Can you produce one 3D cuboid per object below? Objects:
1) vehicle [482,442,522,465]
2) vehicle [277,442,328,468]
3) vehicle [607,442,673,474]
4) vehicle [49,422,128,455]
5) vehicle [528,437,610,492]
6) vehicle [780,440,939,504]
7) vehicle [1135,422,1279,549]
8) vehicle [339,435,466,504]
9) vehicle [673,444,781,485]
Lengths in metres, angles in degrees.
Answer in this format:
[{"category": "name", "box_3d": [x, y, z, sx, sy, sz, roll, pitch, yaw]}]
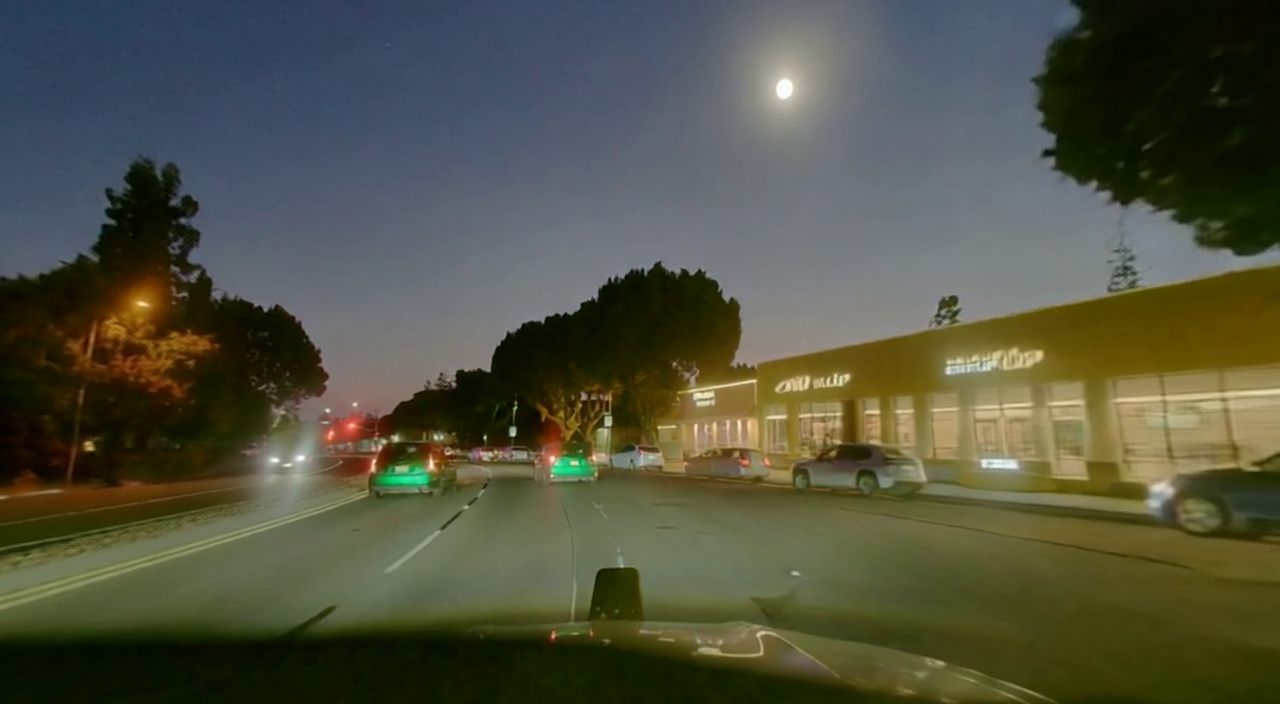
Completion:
[{"category": "vehicle", "box_3d": [-9.344, 6.782, 42.320, 1.920, 1.416, 4.310, 3, -9, -21]}, {"category": "vehicle", "box_3d": [-20.926, 6.373, 39.230, 2.000, 1.477, 4.346, 3, -9, -18]}, {"category": "vehicle", "box_3d": [-0.087, 5.485, 32.800, 1.905, 1.537, 4.276, 4, -9, -23]}, {"category": "vehicle", "box_3d": [-42.464, 6.759, 48.661, 2.430, 2.266, 6.029, 6, -10, -20]}, {"category": "vehicle", "box_3d": [-2.322, 3.437, 19.572, 2.001, 1.483, 4.442, 2, -9, -13]}, {"category": "vehicle", "box_3d": [5.929, 3.251, 17.578, 1.952, 1.547, 4.091, 3, -9, -21]}, {"category": "vehicle", "box_3d": [9.903, 1.771, 8.280, 2.095, 1.697, 4.801, 3, -9, -20]}, {"category": "vehicle", "box_3d": [-5.819, 2.916, 16.134, 2.105, 1.477, 4.857, 1, -9, -9]}, {"category": "vehicle", "box_3d": [3.322, 4.451, 25.281, 2.038, 1.446, 4.896, 4, -9, -23]}]
